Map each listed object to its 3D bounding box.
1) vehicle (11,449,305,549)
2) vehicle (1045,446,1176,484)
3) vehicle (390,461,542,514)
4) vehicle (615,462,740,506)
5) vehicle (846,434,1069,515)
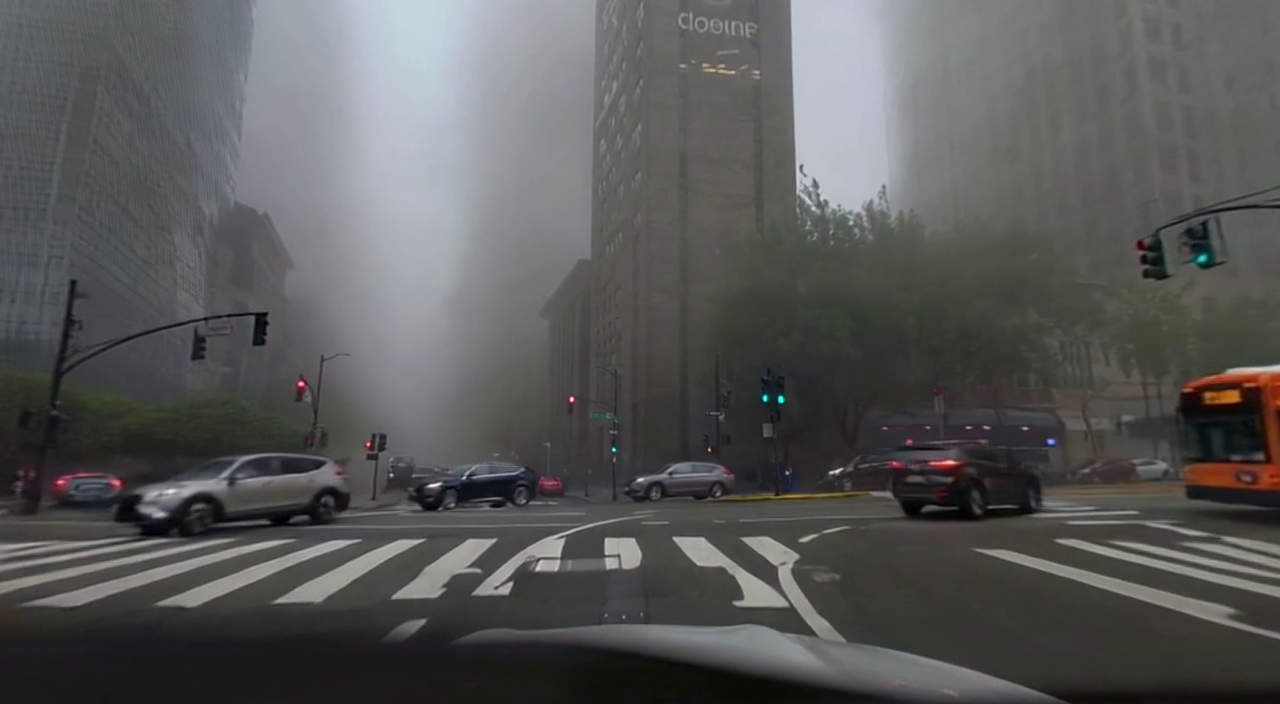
[{"bbox_3d":[-9.736,2.914,13.378,2.014,1.694,4.606,-2,-9,12],"label":"vehicle"},{"bbox_3d":[20.928,5.013,28.190,4.291,1.606,1.859,0,-9,0],"label":"vehicle"},{"bbox_3d":[-5.920,4.631,21.995,1.891,1.502,4.766,-8,-12,43],"label":"vehicle"},{"bbox_3d":[1.405,4.988,24.098,4.371,1.439,1.818,3,-9,-20],"label":"vehicle"},{"bbox_3d":[8.054,3.000,16.022,5.072,1.746,2.328,4,-9,-25],"label":"vehicle"}]
